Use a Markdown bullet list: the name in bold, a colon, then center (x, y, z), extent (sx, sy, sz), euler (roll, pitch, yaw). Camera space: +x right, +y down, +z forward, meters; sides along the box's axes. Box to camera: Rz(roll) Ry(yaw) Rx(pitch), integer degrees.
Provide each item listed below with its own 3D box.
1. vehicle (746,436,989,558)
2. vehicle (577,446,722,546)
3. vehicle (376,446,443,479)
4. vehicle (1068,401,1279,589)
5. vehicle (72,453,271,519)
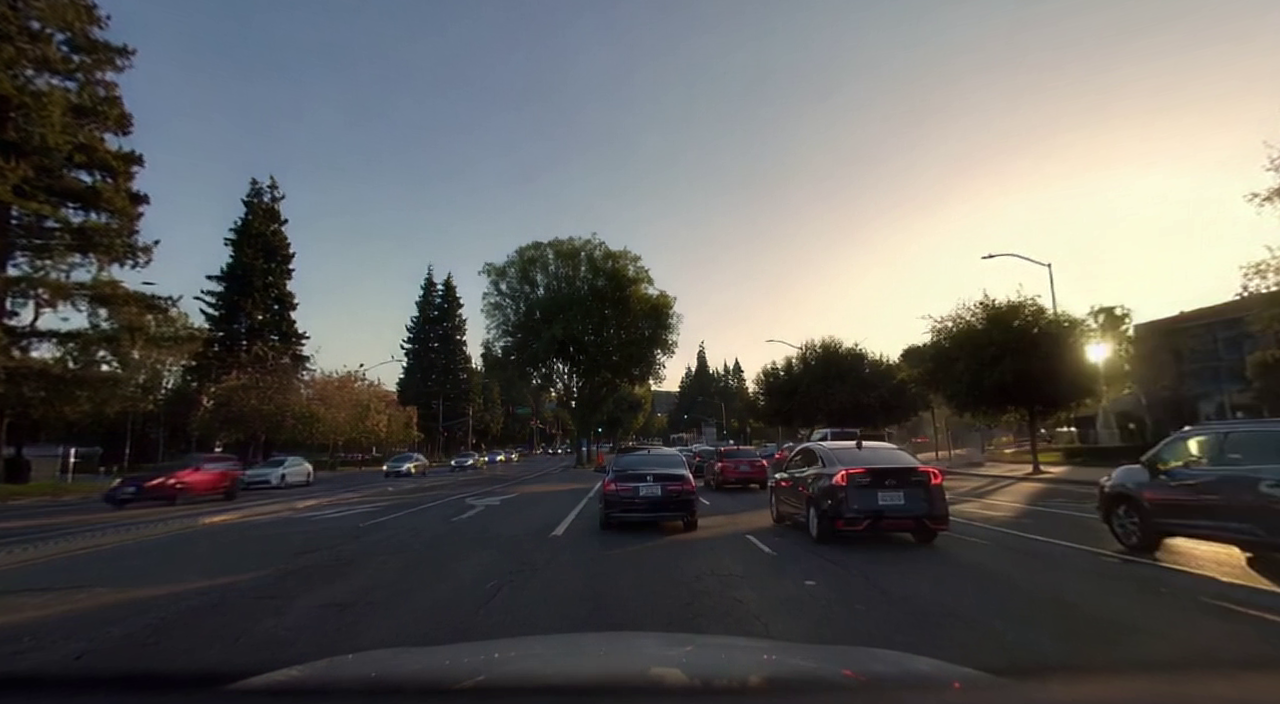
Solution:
- **vehicle**: center (3.165, 2.120, 10.147), extent (1.970, 1.445, 4.974), euler (0, -9, -1)
- **vehicle**: center (0.092, 2.274, 10.713), extent (1.990, 1.347, 4.067), euler (0, -9, -1)
- **vehicle**: center (-12.421, 5.937, 34.348), extent (1.963, 1.649, 4.290), euler (0, -8, 0)
- **vehicle**: center (6.932, 1.413, 6.437), extent (1.987, 1.730, 4.373), euler (0, -9, -1)
- **vehicle**: center (-12.255, 3.490, 17.019), extent (1.943, 1.467, 4.442), euler (0, -9, 0)
